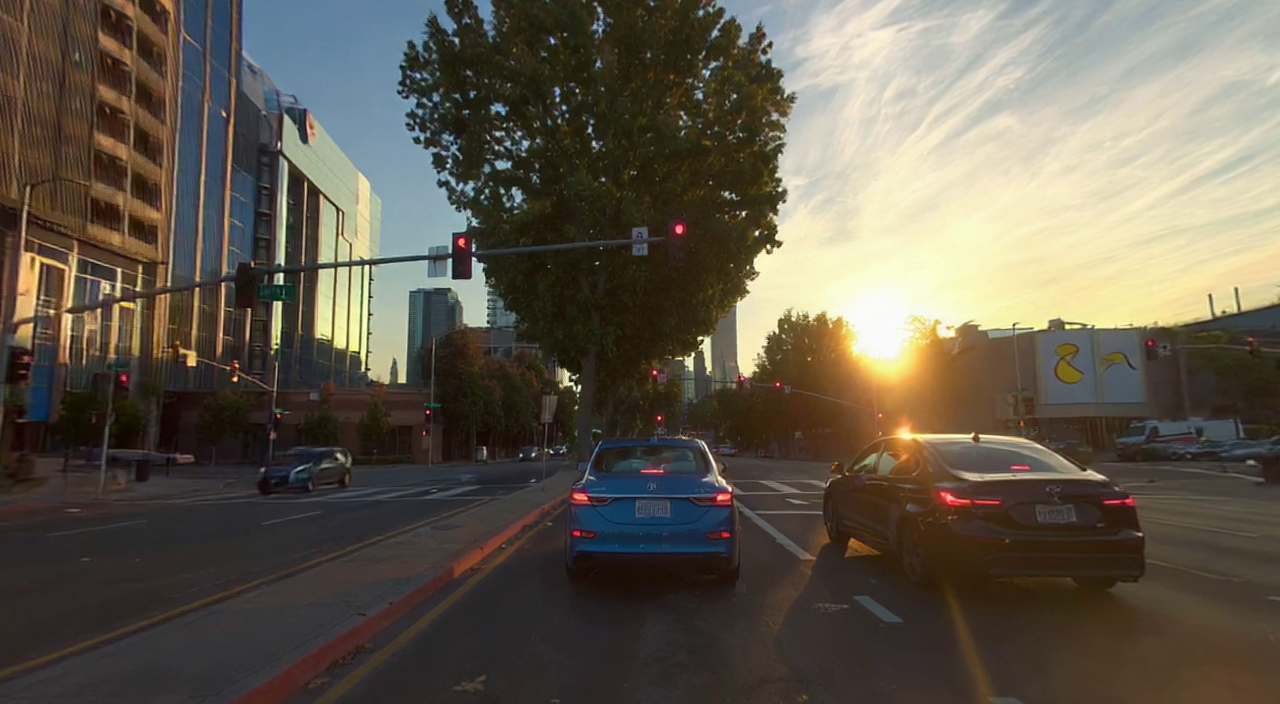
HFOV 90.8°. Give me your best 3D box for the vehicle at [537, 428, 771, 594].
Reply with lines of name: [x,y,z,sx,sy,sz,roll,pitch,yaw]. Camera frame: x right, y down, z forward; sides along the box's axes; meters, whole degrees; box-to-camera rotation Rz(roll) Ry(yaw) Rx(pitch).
vehicle: [0.091,1.732,7.733,2.087,1.468,4.014,0,-9,-1]

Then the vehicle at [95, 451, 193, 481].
vehicle: [-26.657,6.123,34.040,3.657,1.528,1.783,1,-9,-3]

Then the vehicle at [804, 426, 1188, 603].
vehicle: [3.648,1.738,7.737,2.018,1.491,4.544,0,-9,-1]

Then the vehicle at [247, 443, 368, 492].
vehicle: [-12.196,4.232,23.576,2.009,1.642,4.482,0,-9,0]

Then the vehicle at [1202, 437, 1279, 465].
vehicle: [35.206,5.638,36.127,4.190,1.535,1.998,0,-9,-1]
